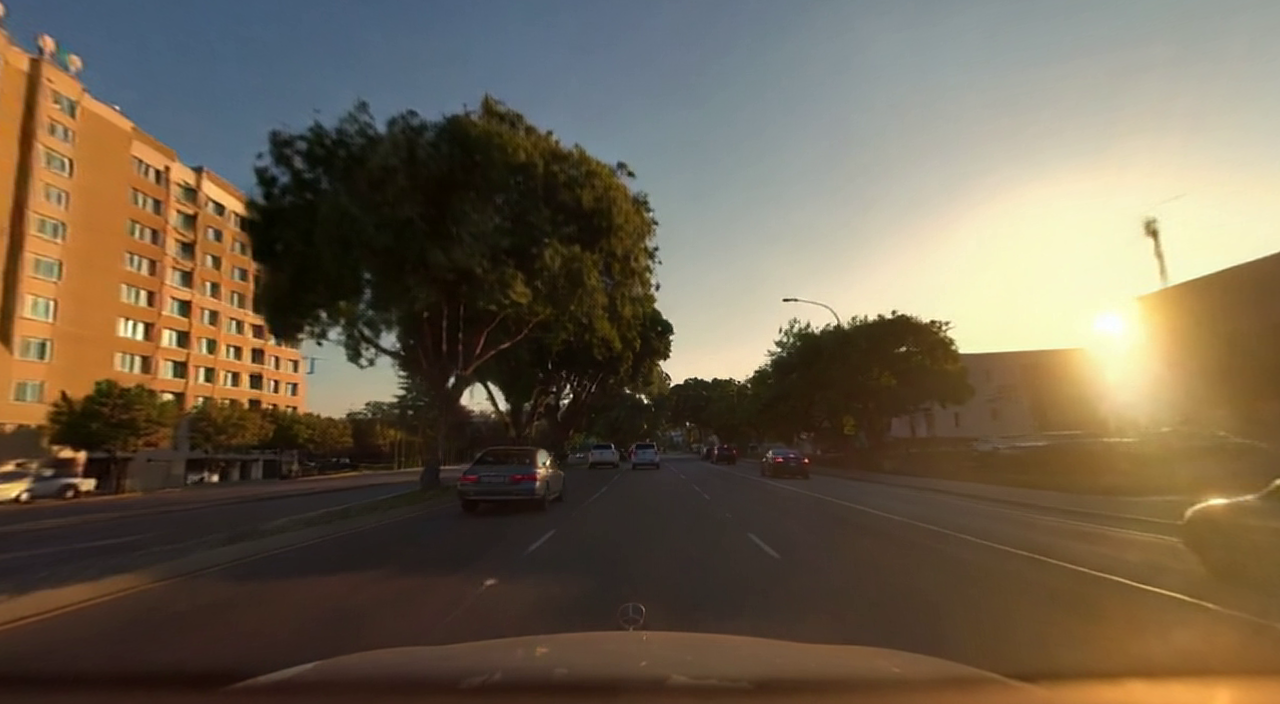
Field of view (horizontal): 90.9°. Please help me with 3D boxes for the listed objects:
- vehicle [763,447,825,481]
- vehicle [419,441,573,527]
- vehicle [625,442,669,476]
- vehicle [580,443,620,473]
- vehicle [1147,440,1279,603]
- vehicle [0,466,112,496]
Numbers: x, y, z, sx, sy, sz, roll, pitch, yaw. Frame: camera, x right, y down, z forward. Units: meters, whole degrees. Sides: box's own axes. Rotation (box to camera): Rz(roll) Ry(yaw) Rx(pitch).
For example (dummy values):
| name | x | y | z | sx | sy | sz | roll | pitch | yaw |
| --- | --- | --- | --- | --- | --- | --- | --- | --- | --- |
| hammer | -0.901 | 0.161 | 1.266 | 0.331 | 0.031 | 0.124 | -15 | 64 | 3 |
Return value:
| name | x | y | z | sx | sy | sz | roll | pitch | yaw |
| --- | --- | --- | --- | --- | --- | --- | --- | --- | --- |
| vehicle | 7.189 | 5.233 | 29.796 | 1.884 | 1.458 | 4.245 | 0 | -9 | 1 |
| vehicle | -2.766 | 2.660 | 13.321 | 2.095 | 1.486 | 4.411 | 0 | -9 | 1 |
| vehicle | 0.425 | 6.021 | 35.724 | 2.304 | 1.795 | 4.526 | 0 | -9 | 1 |
| vehicle | -2.502 | 6.835 | 40.684 | 2.117 | 1.799 | 4.442 | 0 | -9 | 2 |
| vehicle | 6.710 | 1.391 | 4.804 | 1.865 | 1.458 | 4.605 | 0 | -9 | 1 |
| vehicle | -34.100 | 7.497 | 36.812 | 4.652 | 1.472 | 1.932 | 5 | -10 | -32 |
